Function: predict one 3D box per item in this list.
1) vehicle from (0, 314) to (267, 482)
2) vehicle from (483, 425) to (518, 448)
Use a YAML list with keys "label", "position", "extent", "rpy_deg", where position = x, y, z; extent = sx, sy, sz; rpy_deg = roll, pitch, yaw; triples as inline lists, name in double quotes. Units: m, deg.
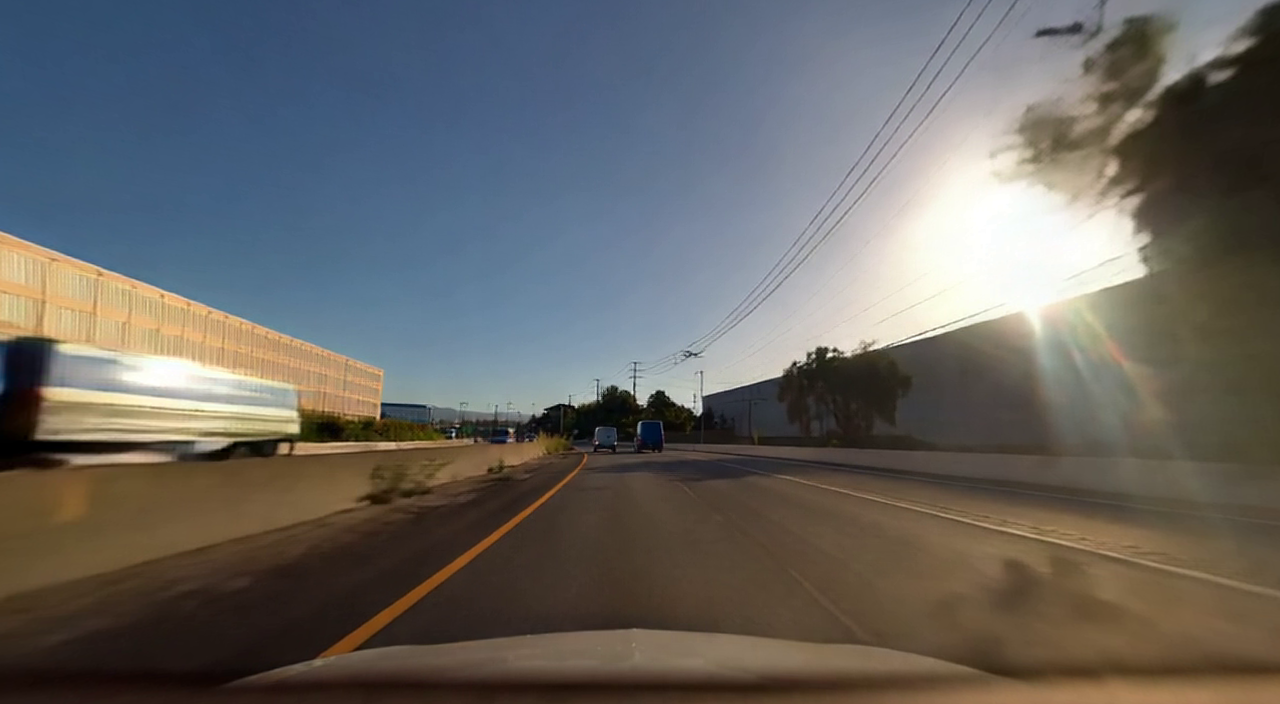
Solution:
- label: "vehicle"
  position: [-15.575, 1.636, 18.173]
  extent: [3.028, 3.625, 11.168]
  rpy_deg: [0, -8, -1]
- label: "vehicle"
  position: [-9.846, 6.037, 44.662]
  extent: [1.734, 1.560, 3.682]
  rpy_deg: [0, -8, -2]
